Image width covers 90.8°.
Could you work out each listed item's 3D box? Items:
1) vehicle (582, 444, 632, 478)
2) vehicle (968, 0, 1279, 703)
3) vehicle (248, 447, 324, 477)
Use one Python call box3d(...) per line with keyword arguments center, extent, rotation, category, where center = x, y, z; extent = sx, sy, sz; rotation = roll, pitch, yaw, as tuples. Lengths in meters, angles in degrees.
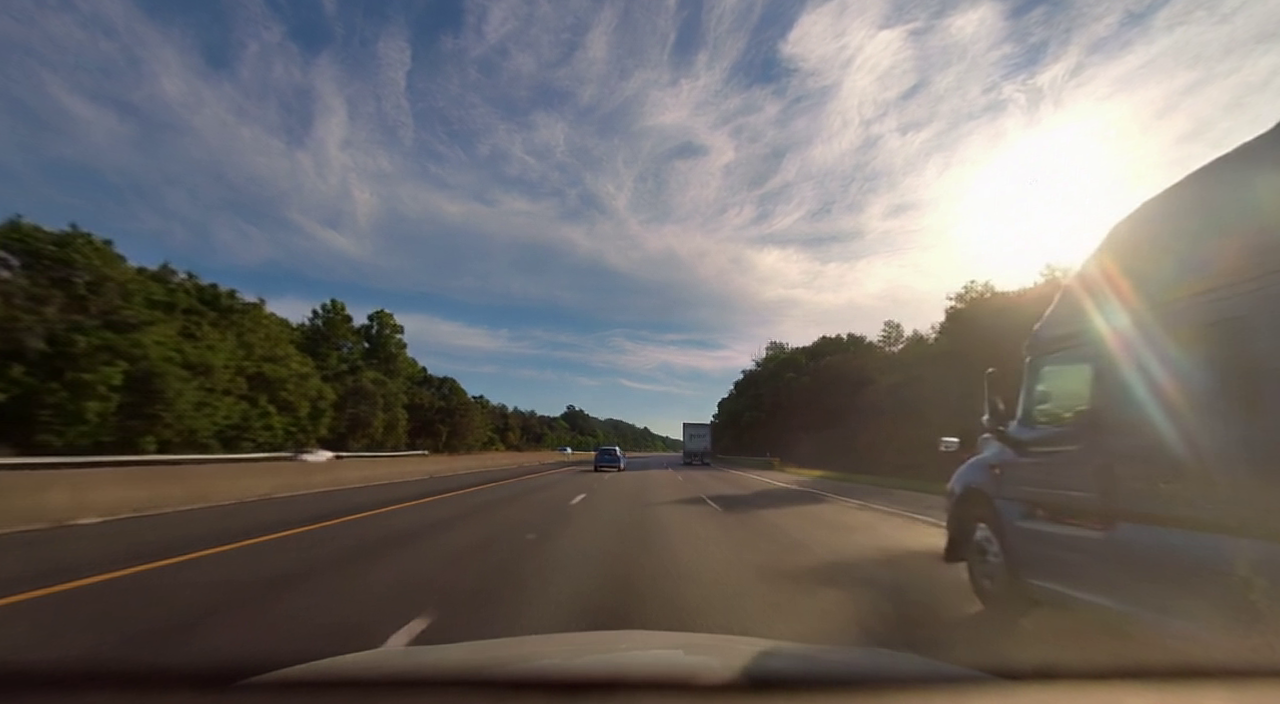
box3d(center=(-1.659, 5.792, 33.618), extent=(2.297, 1.683, 4.385), rotation=(0, -9, 2), category="vehicle")
box3d(center=(4.162, -0.312, 1.769), extent=(3.014, 3.921, 6.052), rotation=(0, -9, -1), category="vehicle")
box3d(center=(-21.174, 6.585, 37.957), extent=(2.143, 1.649, 4.057), rotation=(0, -9, 0), category="vehicle")
